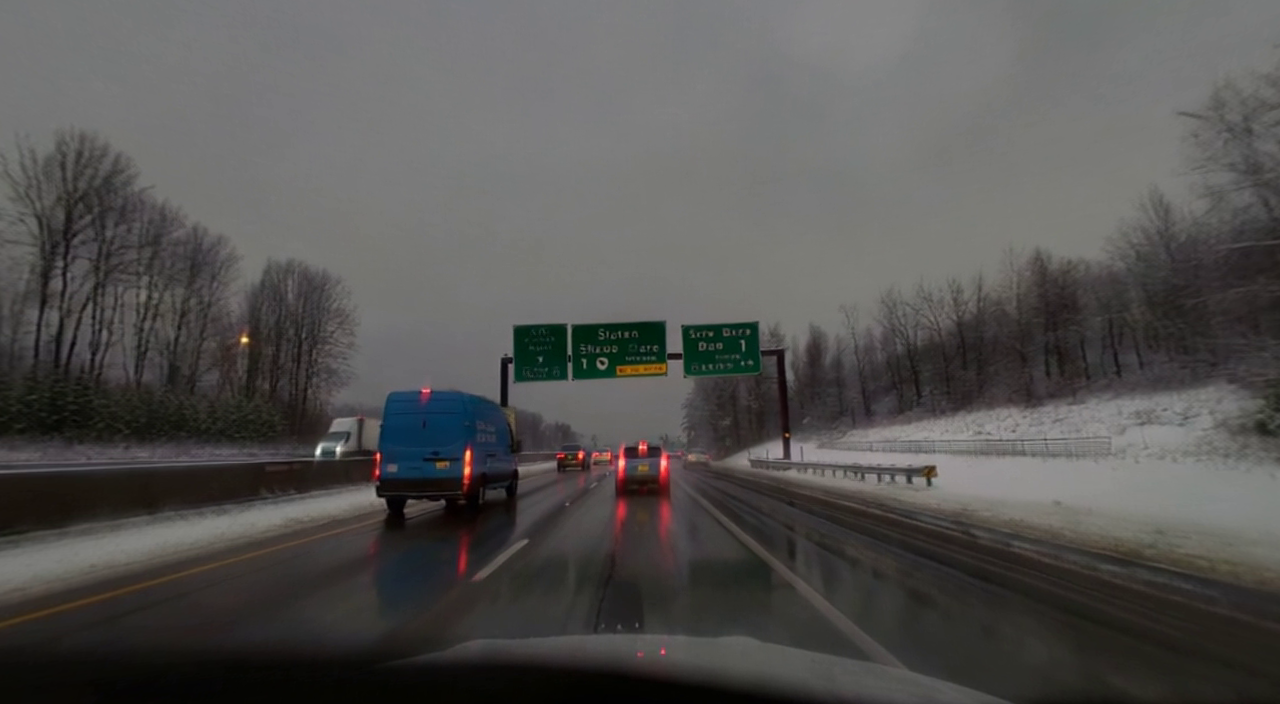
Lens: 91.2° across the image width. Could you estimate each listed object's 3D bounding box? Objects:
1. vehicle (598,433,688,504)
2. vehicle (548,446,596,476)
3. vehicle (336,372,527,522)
[{"bbox_3d":[0.095,3.147,17.284,2.195,1.679,4.070,0,-9,1],"label":"vehicle"},{"bbox_3d":[-3.612,5.888,33.985,2.015,1.496,4.312,0,-9,1],"label":"vehicle"},{"bbox_3d":[-4.272,2.145,14.260,2.275,2.692,5.810,0,-9,0],"label":"vehicle"}]
